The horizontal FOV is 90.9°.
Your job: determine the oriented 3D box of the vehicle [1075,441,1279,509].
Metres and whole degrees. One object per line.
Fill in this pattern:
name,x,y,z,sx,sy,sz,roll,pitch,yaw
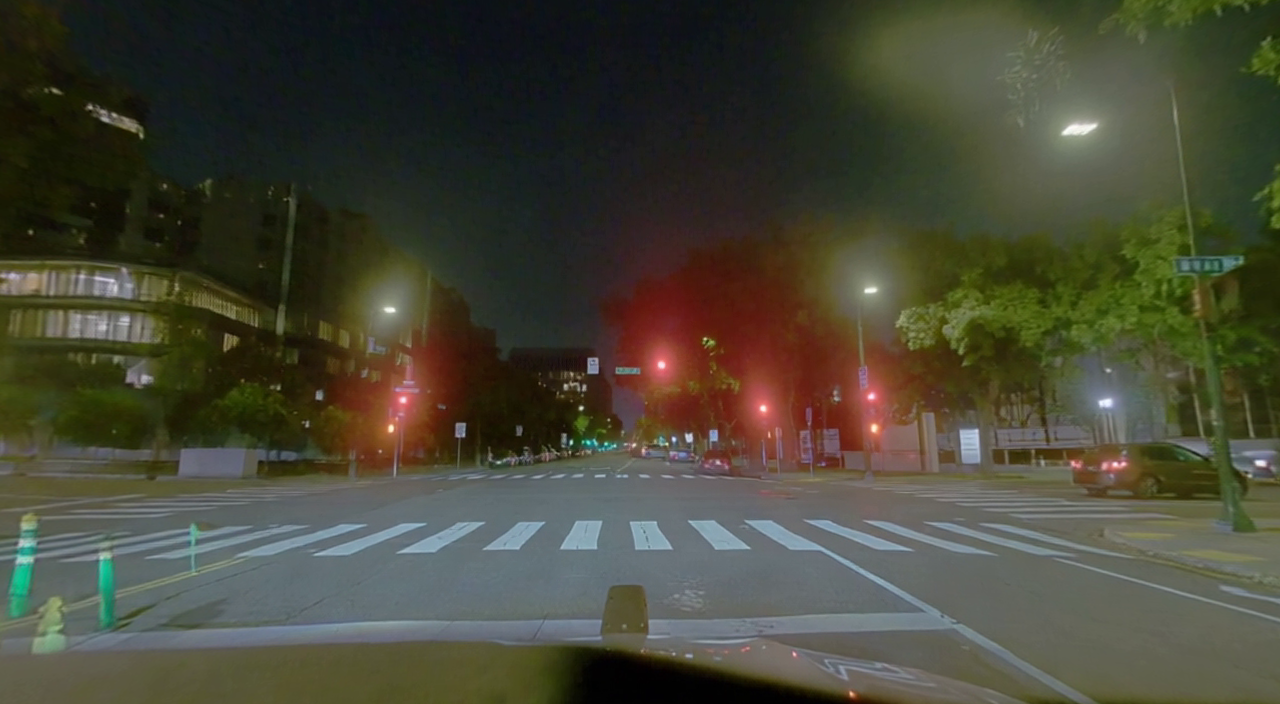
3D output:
vehicle,13.010,2.799,14.571,4.424,1.436,1.804,0,-8,5
